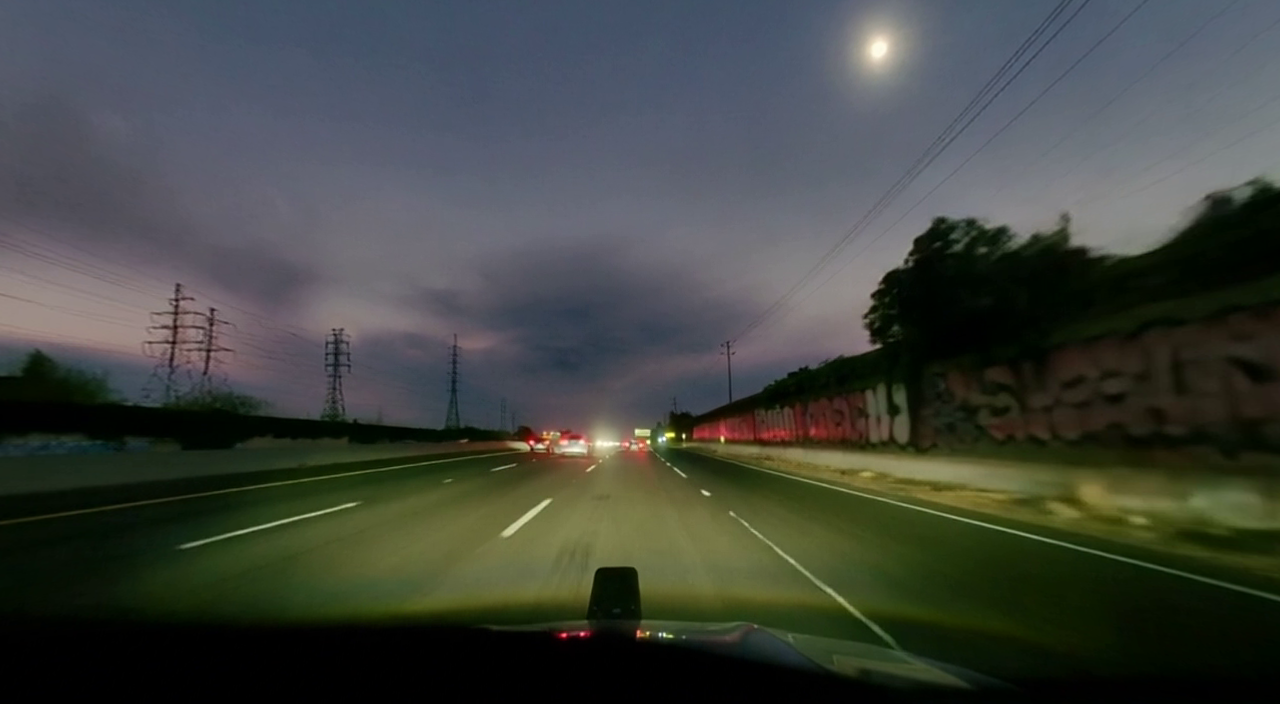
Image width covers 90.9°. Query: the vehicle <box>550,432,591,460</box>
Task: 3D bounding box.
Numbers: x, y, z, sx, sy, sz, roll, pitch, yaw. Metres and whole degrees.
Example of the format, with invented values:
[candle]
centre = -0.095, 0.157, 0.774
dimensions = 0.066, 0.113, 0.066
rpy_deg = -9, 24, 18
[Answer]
[vehicle]
centre = -4.325, 5.872, 39.700
dimensions = 2.118, 1.640, 4.031
rpy_deg = 0, -8, -1
